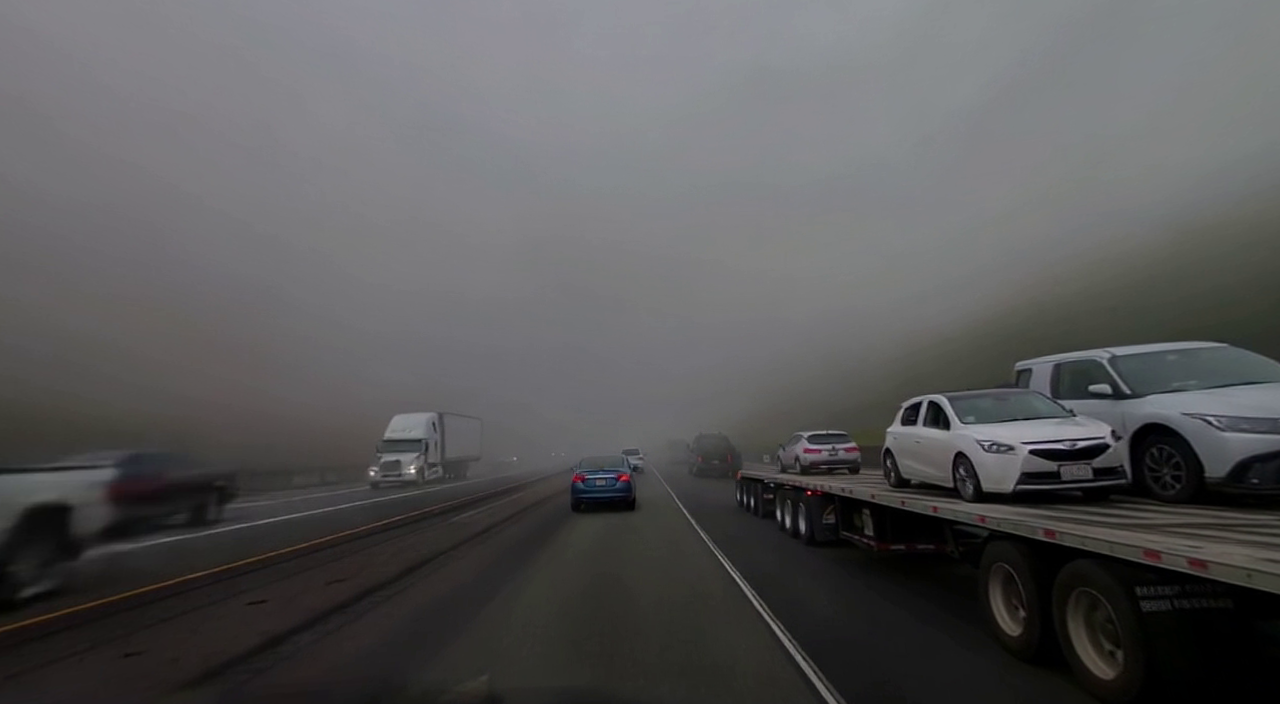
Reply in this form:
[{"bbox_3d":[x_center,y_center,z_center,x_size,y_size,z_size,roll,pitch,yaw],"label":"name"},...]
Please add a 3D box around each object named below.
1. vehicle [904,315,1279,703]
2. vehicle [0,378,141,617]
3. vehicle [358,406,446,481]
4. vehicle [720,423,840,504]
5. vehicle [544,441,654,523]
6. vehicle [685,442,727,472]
[{"bbox_3d":[3.485,0.939,3.634,1.959,1.783,4.407,0,-9,0],"label":"vehicle"},{"bbox_3d":[-8.322,1.456,5.938,2.385,2.627,5.771,0,-9,0],"label":"vehicle"},{"bbox_3d":[-15.343,5.983,41.234,3.230,4.500,5.937,0,-9,1],"label":"vehicle"},{"bbox_3d":[3.538,2.941,16.841,2.303,1.889,3.920,0,-9,0],"label":"vehicle"},{"bbox_3d":[-0.719,2.648,13.315,1.991,1.466,3.675,0,-9,1],"label":"vehicle"},{"bbox_3d":[3.819,6.124,36.902,1.938,1.660,4.223,0,-9,-1],"label":"vehicle"}]
